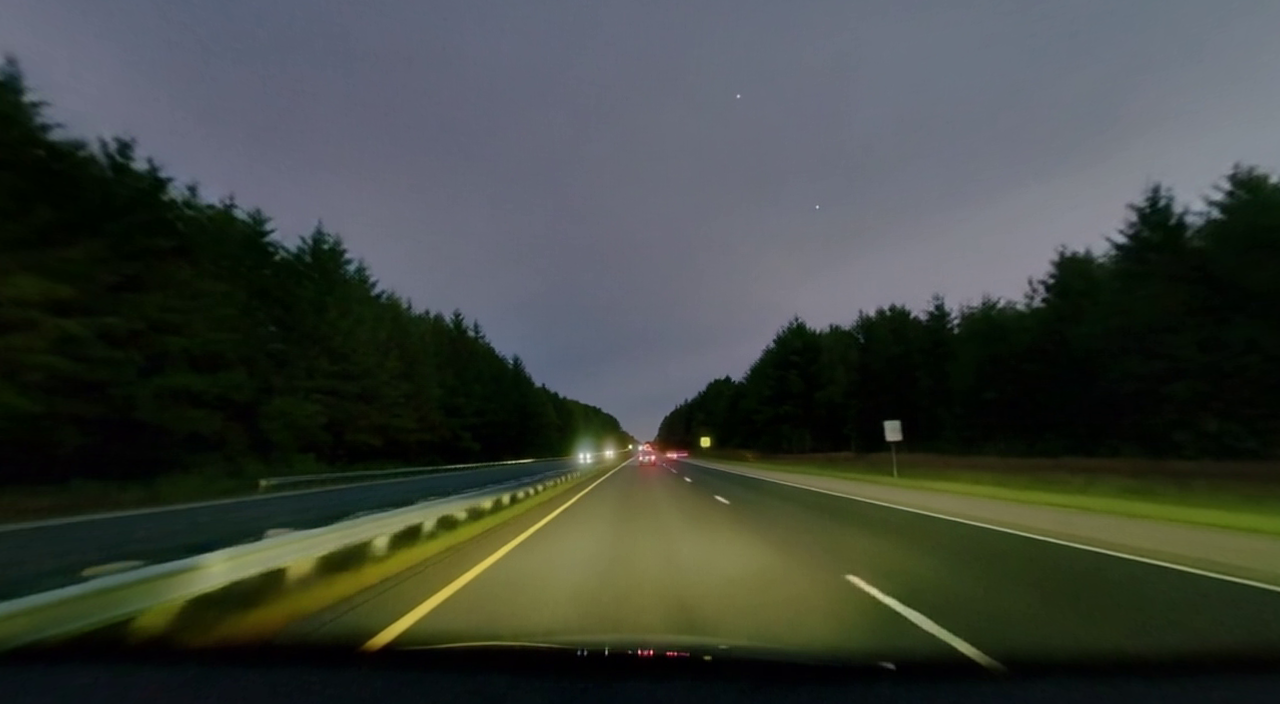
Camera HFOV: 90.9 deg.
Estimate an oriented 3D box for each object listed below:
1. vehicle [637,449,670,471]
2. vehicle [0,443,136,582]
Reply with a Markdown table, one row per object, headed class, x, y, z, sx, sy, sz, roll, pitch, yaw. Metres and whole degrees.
| class | x | y | z | sx | sy | sz | roll | pitch | yaw |
| --- | --- | --- | --- | --- | --- | --- | --- | --- | --- |
| vehicle | 0.898 | 7.643 | 44.700 | 2.162 | 1.492 | 3.975 | 0 | -9 | 0 |
| vehicle | -8.238 | 1.790 | 6.900 | 1.924 | 1.563 | 4.206 | 0 | -9 | 0 |
